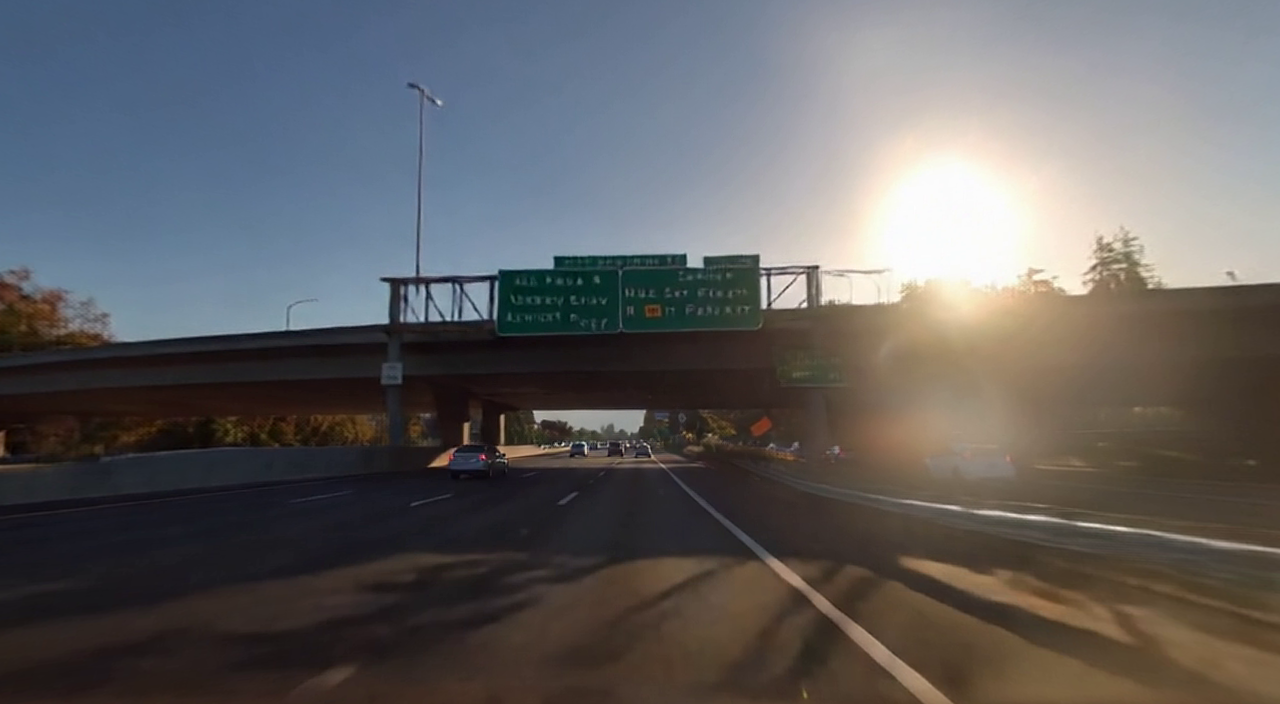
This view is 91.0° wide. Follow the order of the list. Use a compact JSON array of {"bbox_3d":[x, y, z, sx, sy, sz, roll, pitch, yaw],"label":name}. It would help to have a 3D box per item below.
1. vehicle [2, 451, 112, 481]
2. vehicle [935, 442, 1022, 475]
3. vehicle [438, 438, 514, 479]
[{"bbox_3d":[-32.117,6.272,34.867,1.805,1.490,4.440,0,-9,0],"label":"vehicle"},{"bbox_3d":[17.508,5.491,32.849,1.884,1.567,4.692,0,-8,-1],"label":"vehicle"},{"bbox_3d":[-6.705,4.400,26.258,1.985,1.513,4.172,0,-9,0],"label":"vehicle"}]
